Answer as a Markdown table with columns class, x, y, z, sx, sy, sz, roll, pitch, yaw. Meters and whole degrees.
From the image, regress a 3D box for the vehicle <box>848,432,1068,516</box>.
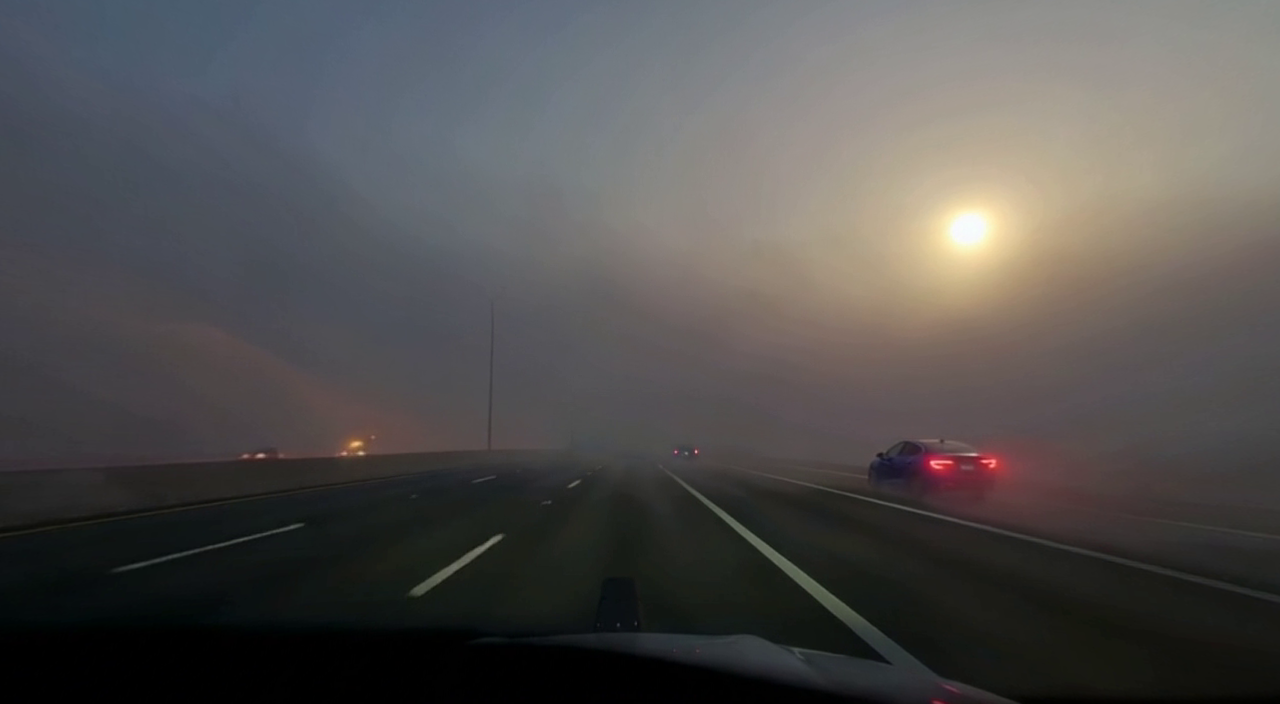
| class | x | y | z | sx | sy | sz | roll | pitch | yaw |
| --- | --- | --- | --- | --- | --- | --- | --- | --- | --- |
| vehicle | 6.670 | 2.607 | 14.128 | 2.227 | 1.522 | 5.041 | 0 | -8 | -1 |

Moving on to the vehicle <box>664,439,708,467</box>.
| class | x | y | z | sx | sy | sz | roll | pitch | yaw |
| --- | --- | --- | --- | --- | --- | --- | --- | --- | --- |
| vehicle | 2.665 | 5.985 | 37.629 | 2.270 | 1.615 | 3.770 | 0 | -8 | -1 |
